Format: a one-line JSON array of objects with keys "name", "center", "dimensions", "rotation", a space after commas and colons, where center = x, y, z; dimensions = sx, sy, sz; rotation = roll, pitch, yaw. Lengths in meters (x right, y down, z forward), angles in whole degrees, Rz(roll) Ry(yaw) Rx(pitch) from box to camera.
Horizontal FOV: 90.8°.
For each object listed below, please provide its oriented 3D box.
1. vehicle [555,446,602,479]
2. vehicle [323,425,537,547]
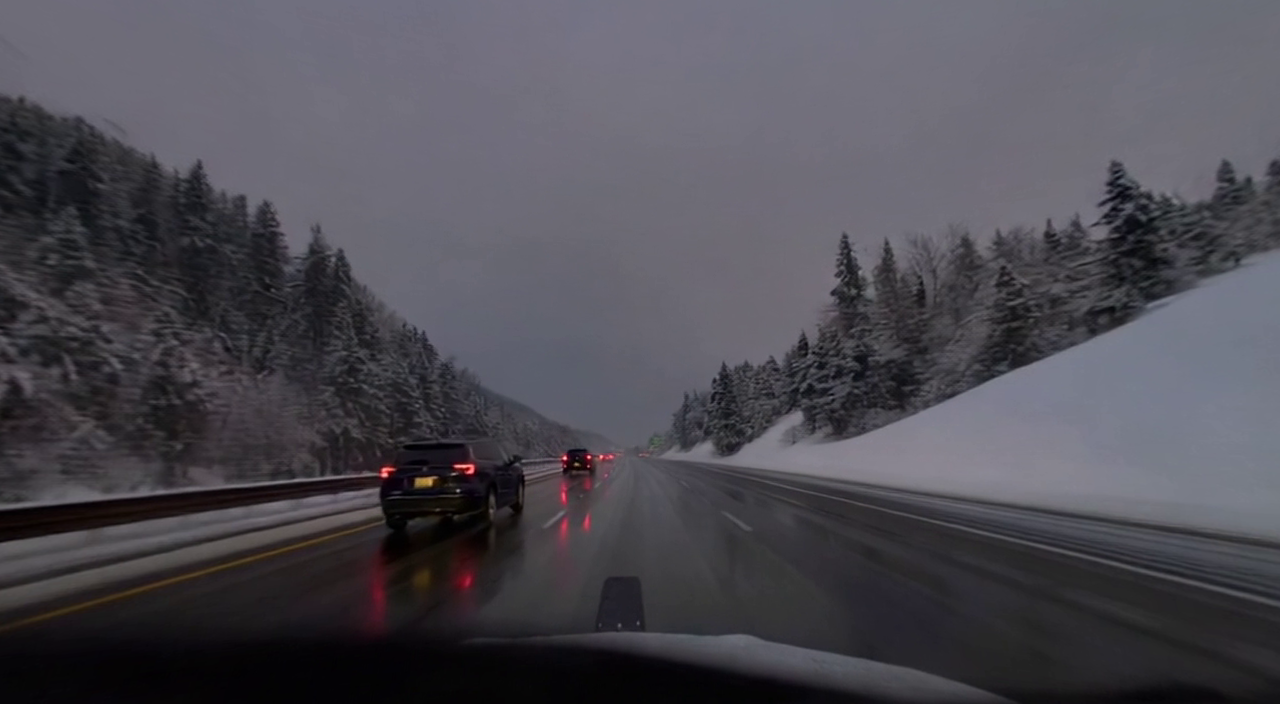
[{"name": "vehicle", "center": [-3.026, 5.548, 31.877], "dimensions": [1.944, 1.548, 4.051], "rotation": [0, -9, 0]}, {"name": "vehicle", "center": [-3.348, 2.257, 11.272], "dimensions": [2.147, 1.708, 4.630], "rotation": [0, -9, 1]}]
